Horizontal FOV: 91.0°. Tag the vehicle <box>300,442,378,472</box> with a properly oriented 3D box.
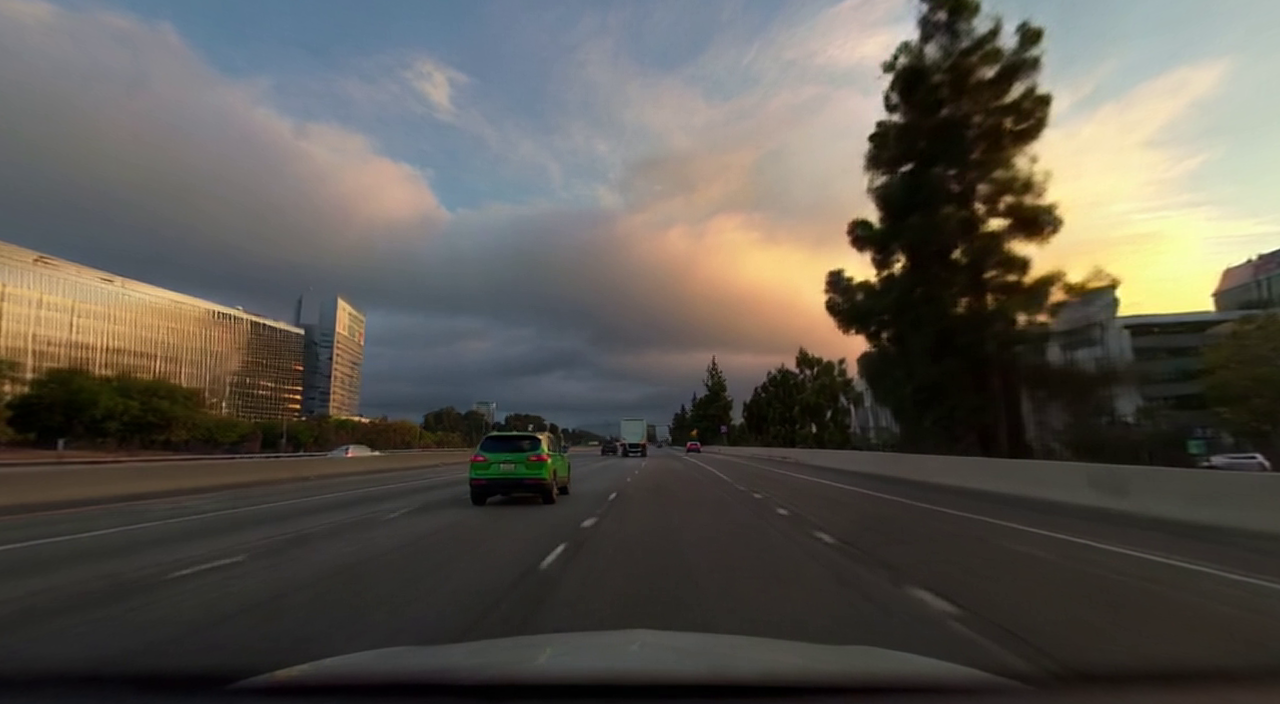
[{"bbox_3d":[-16.626,5.807,35.077,1.965,1.503,4.579,0,-9,2],"label":"vehicle"}]

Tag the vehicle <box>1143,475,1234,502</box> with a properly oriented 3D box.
[{"bbox_3d":[37.110,9.222,42.751,1.909,1.562,4.426,2,-9,-7],"label":"vehicle"}]

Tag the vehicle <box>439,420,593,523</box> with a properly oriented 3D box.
[{"bbox_3d":[-2.313,2.399,13.116,2.111,1.742,4.315,0,-9,3],"label":"vehicle"}]
